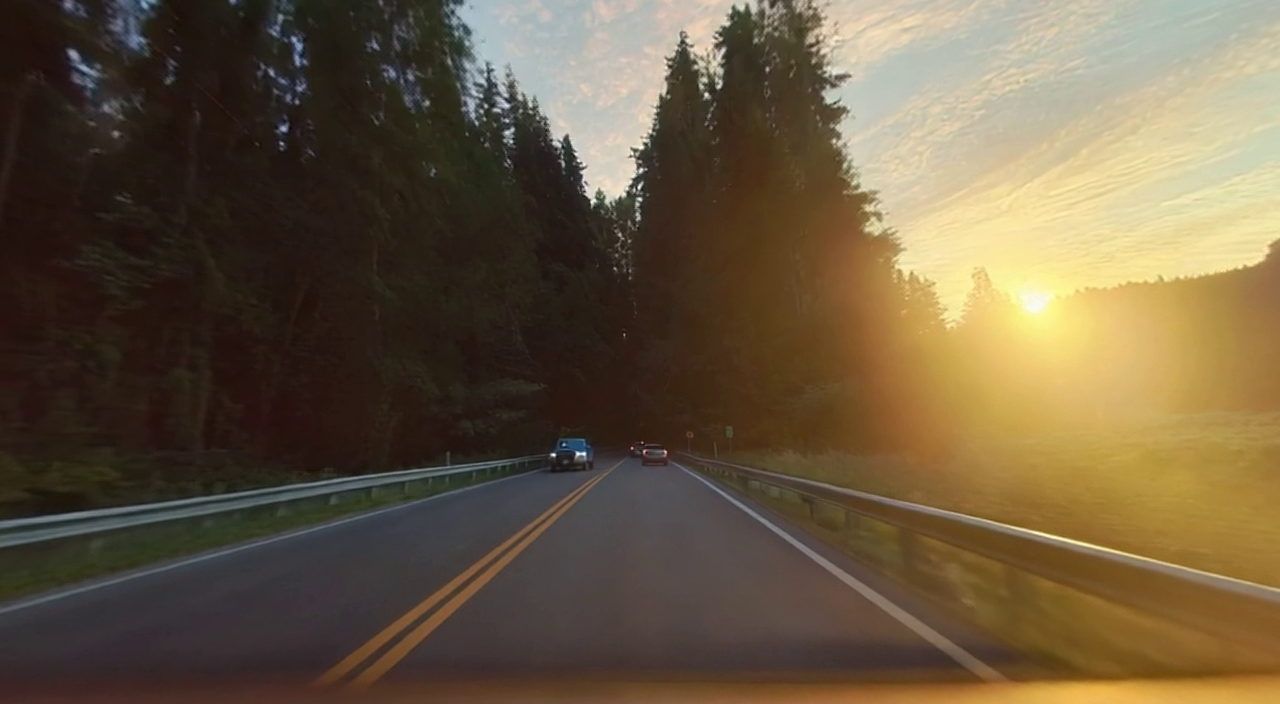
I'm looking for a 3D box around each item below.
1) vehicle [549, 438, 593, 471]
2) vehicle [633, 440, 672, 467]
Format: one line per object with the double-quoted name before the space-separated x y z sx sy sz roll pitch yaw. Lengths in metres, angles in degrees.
"vehicle" -3.733 5.577 34.755 1.953 1.676 4.508 0 -8 0
"vehicle" 0.686 5.937 37.220 2.120 1.491 4.349 0 -8 -1
